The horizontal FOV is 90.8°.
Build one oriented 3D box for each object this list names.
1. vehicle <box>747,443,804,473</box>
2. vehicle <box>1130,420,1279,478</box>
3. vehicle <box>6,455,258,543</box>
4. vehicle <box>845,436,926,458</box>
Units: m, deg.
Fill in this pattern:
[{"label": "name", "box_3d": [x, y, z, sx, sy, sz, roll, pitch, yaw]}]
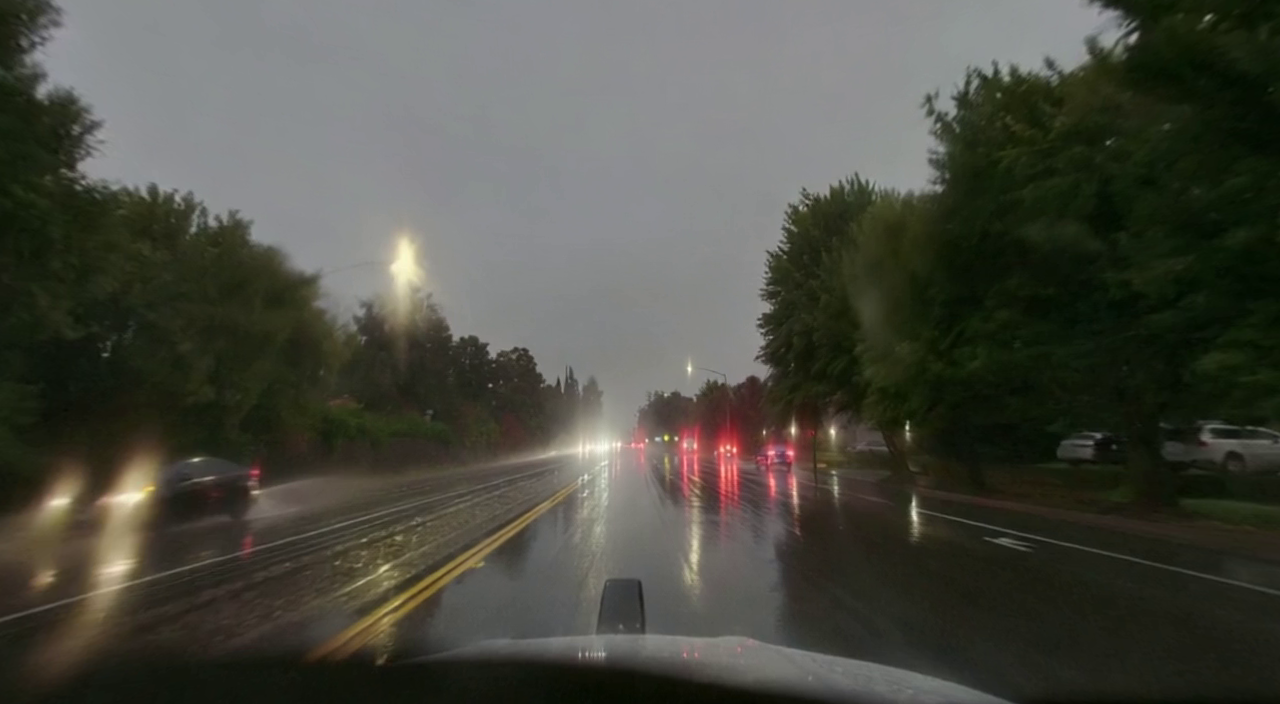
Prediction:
[{"label": "vehicle", "box_3d": [7.148, 5.623, 33.784, 2.010, 1.469, 4.548, 0, -8, 0]}, {"label": "vehicle", "box_3d": [17.486, 2.830, 18.526, 4.482, 1.566, 2.034, 0, -8, -1]}, {"label": "vehicle", "box_3d": [-10.705, 3.067, 13.869, 1.913, 1.519, 4.335, 0, -8, 0]}, {"label": "vehicle", "box_3d": [17.524, 6.822, 45.309, 4.793, 1.537, 2.353, 1, -9, -6]}]
